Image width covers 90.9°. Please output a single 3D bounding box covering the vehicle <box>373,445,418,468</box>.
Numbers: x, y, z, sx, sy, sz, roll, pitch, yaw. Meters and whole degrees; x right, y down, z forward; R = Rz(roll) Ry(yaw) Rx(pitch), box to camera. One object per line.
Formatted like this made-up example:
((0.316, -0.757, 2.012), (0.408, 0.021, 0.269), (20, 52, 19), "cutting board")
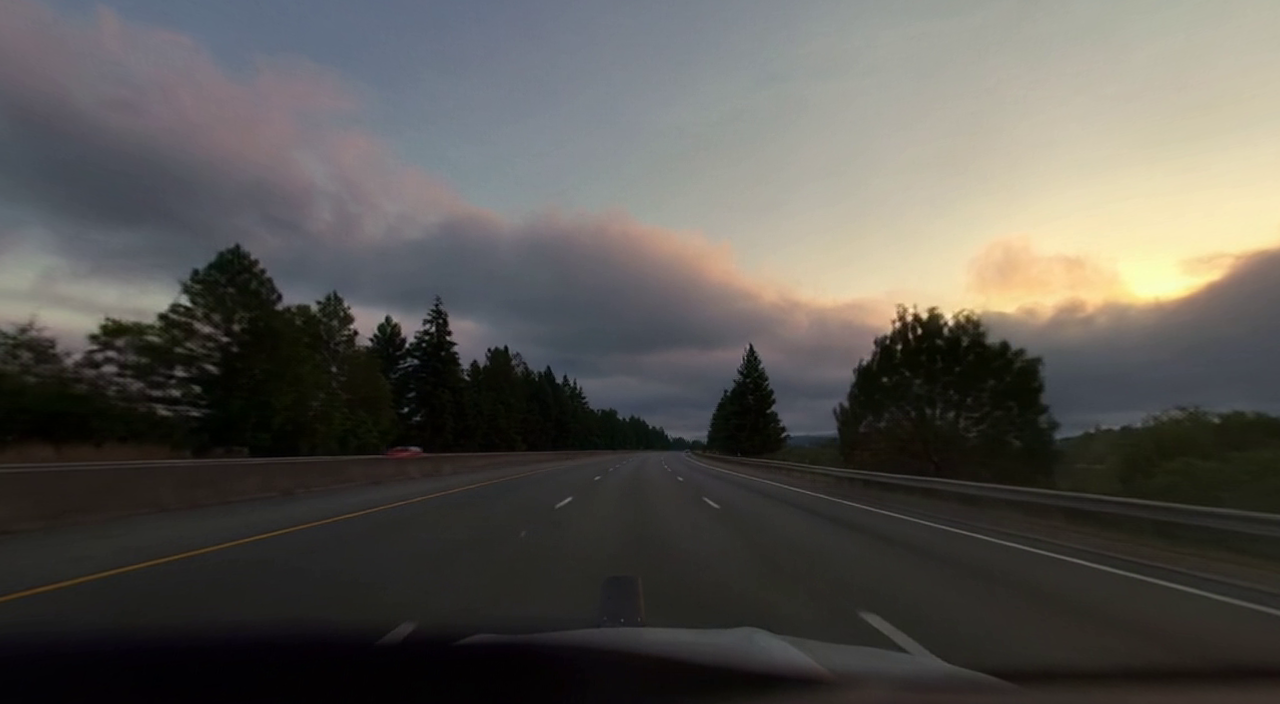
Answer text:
((-15.250, 6.546, 39.473), (1.572, 1.339, 3.317), (0, -9, -3), "vehicle")
